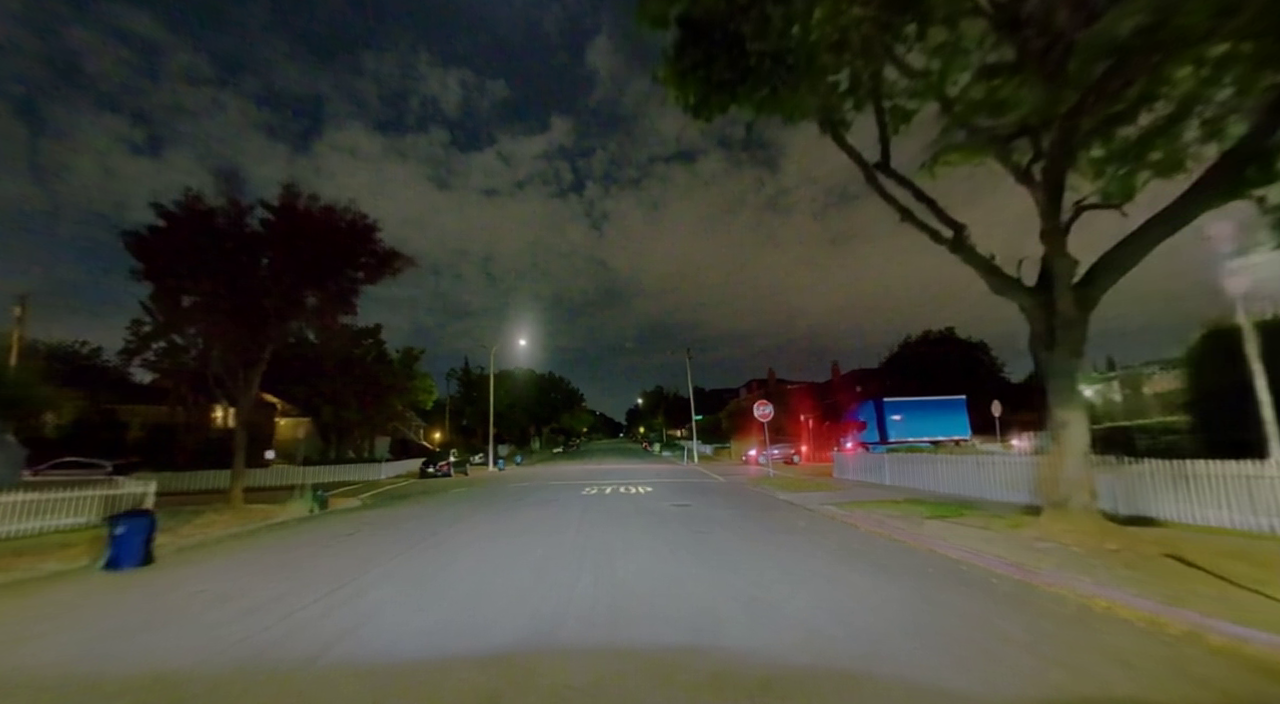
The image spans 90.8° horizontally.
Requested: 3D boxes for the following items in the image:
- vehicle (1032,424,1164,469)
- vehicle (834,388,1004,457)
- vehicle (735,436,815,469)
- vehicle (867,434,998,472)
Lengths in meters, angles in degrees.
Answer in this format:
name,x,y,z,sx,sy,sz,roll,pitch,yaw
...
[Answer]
name,x,y,z,sx,sy,sz,roll,pitch,yaw
vehicle,19.231,3.981,26.668,3.982,1.661,2.106,2,-8,-4
vehicle,15.012,3.885,34.495,7.759,3.523,2.930,-1,-9,0
vehicle,7.320,5.491,34.621,3.867,1.710,2.107,0,-8,-1
vehicle,12.179,4.233,26.503,4.488,1.507,1.954,0,-8,-4
